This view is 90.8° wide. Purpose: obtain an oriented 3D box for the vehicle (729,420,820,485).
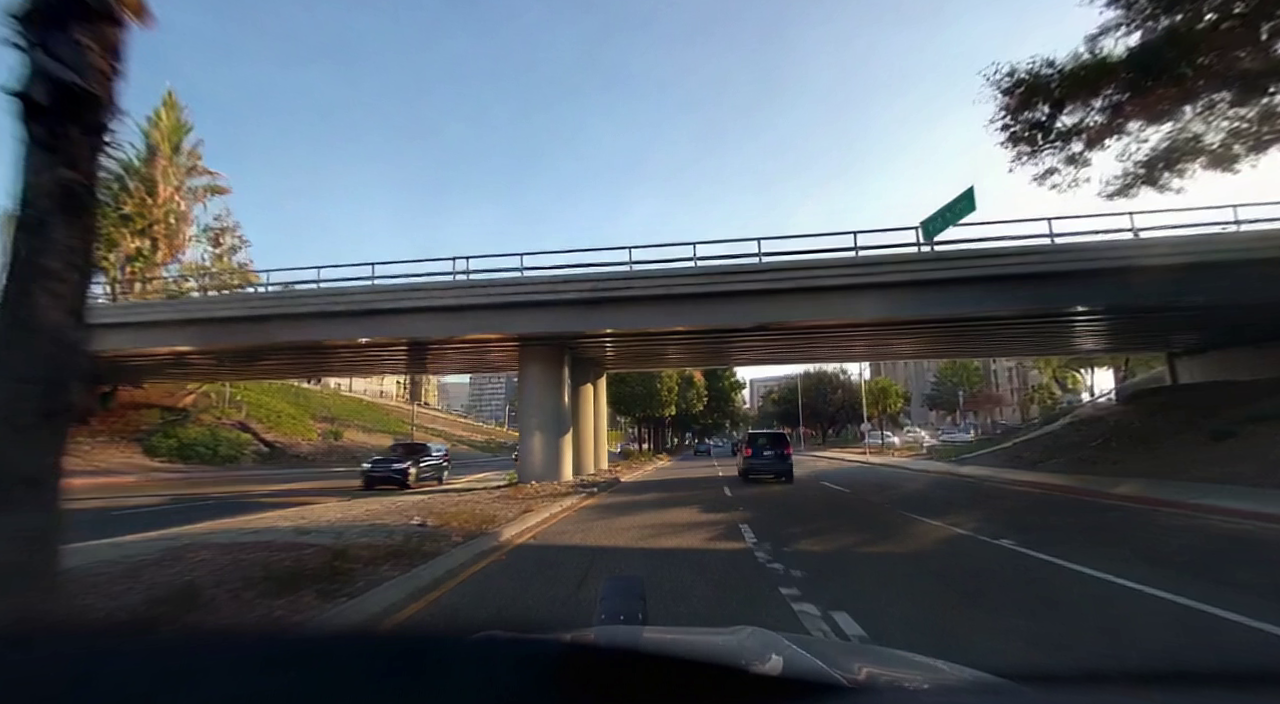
[{"bbox_3d":[4.628,3.597,22.762,2.559,2.017,5.562,-1,-9,5],"label":"vehicle"}]
